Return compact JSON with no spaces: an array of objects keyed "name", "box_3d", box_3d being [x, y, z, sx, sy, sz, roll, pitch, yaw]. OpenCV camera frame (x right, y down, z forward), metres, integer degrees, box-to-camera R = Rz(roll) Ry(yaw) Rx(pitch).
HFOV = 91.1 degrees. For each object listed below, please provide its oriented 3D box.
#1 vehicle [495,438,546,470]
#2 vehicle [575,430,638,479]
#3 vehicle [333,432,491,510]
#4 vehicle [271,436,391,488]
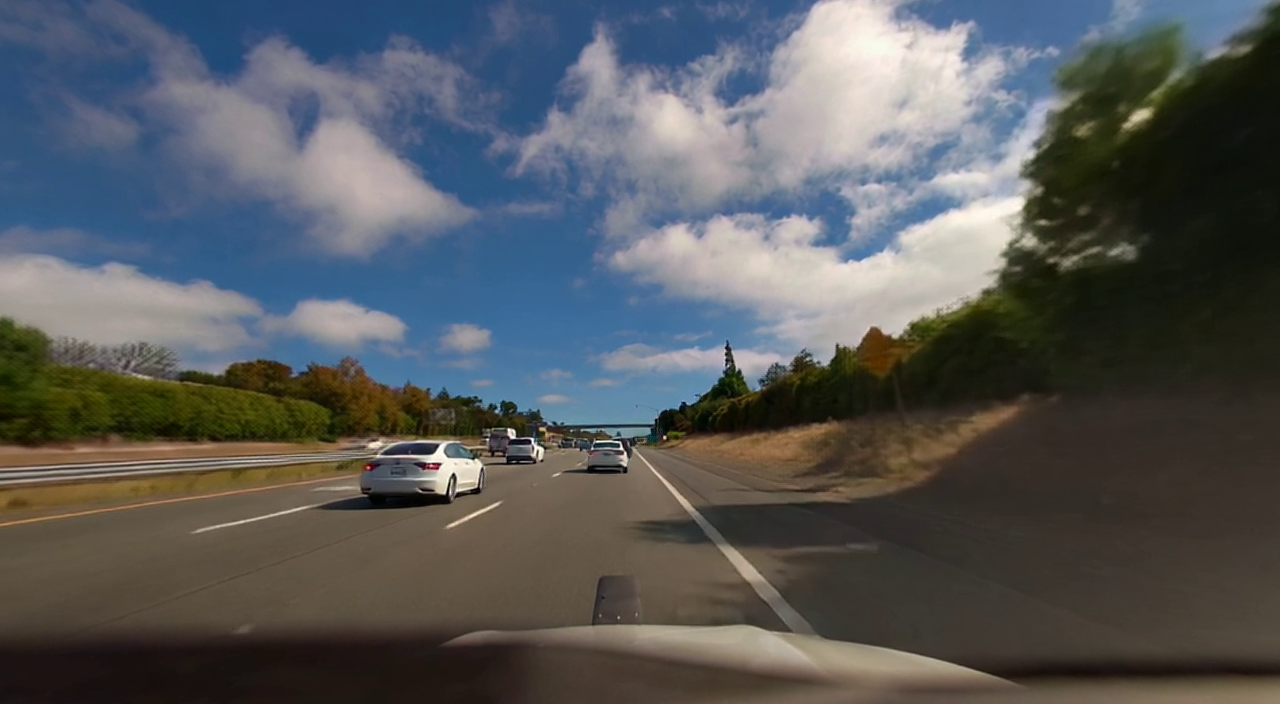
[{"name":"vehicle","box_3d":[-5.748,4.908,30.633,1.835,1.432,3.835,0,-8,-1]},{"name":"vehicle","box_3d":[-1.229,3.798,23.721,2.178,1.658,3.916,0,-8,-2]},{"name":"vehicle","box_3d":[-4.879,2.565,14.239,1.971,1.464,4.386,0,-8,0]},{"name":"vehicle","box_3d":[-9.610,3.406,19.913,1.850,1.439,3.932,0,-8,-1]}]
